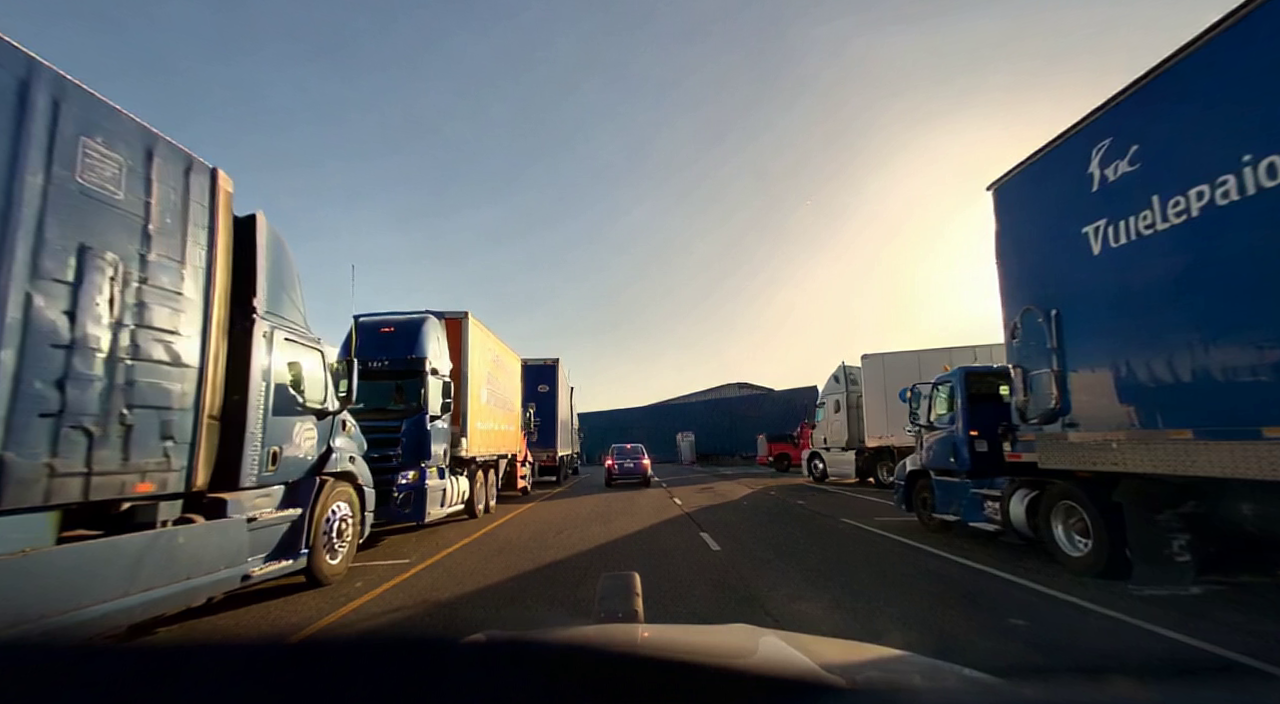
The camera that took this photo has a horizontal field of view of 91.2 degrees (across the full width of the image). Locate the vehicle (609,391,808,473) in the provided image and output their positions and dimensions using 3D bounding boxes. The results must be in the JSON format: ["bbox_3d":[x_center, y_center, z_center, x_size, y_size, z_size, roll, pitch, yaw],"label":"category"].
[{"bbox_3d":[3.438,4.838,38.649,2.877,4.124,14.516,2,-7,-37],"label":"vehicle"}]

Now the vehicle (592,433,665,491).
[{"bbox_3d":[-0.404,3.566,20.521,2.140,1.682,3.971,0,-9,-2],"label":"vehicle"}]

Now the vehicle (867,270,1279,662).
[{"bbox_3d":[5.127,1.158,7.071,2.570,2.439,6.392,0,-9,-1],"label":"vehicle"}]

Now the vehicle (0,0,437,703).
[{"bbox_3d":[-3.971,0.472,4.612,2.844,3.085,6.941,0,-9,-2],"label":"vehicle"}]
